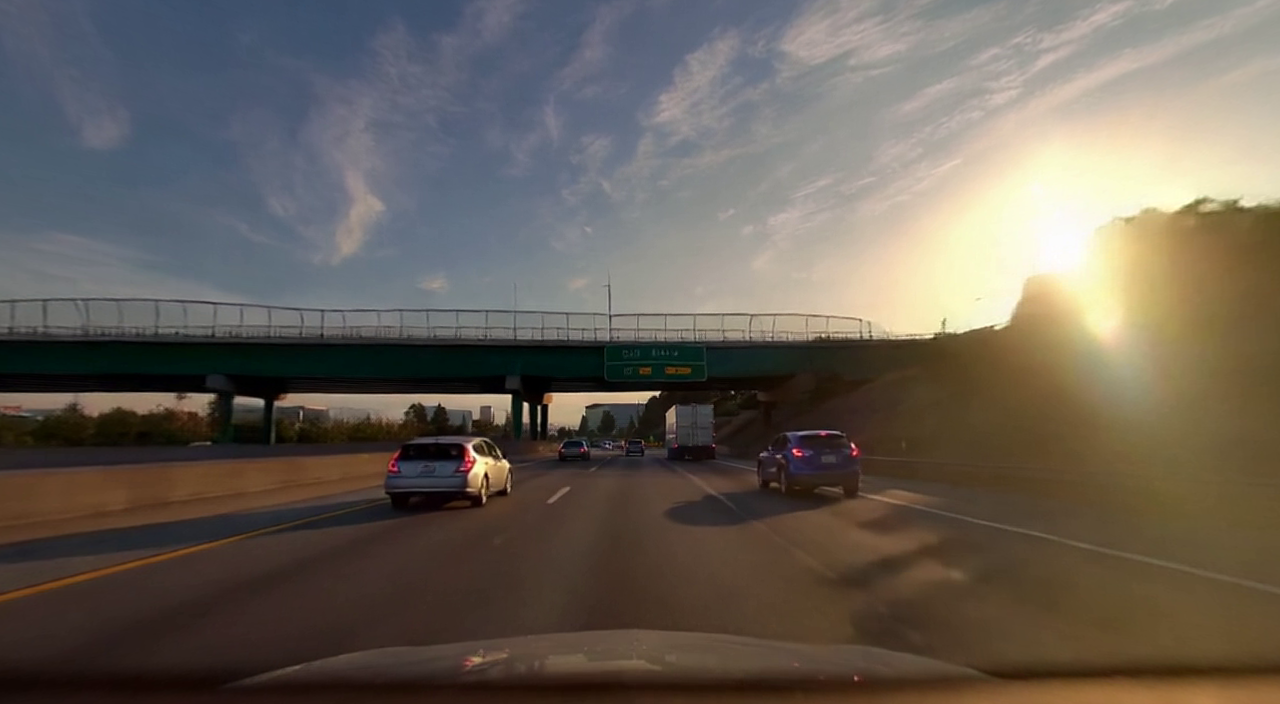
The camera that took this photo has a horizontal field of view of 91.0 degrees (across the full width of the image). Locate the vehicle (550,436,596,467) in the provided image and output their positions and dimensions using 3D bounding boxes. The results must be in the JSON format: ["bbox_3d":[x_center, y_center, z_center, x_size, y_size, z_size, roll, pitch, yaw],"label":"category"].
[{"bbox_3d":[-3.522,5.291,33.737,2.064,1.479,4.370,-1,-8,-1],"label":"vehicle"}]

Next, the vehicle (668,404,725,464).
[{"bbox_3d":[3.665,5.774,44.097,2.824,3.585,11.410,-1,-8,-1],"label":"vehicle"}]

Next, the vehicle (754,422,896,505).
[{"bbox_3d":[4.065,2.520,14.661,2.001,1.625,4.088,-1,-8,-1],"label":"vehicle"}]

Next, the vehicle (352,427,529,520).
[{"bbox_3d":[-3.716,2.336,12.735,2.122,1.486,4.532,-1,-8,0],"label":"vehicle"}]
